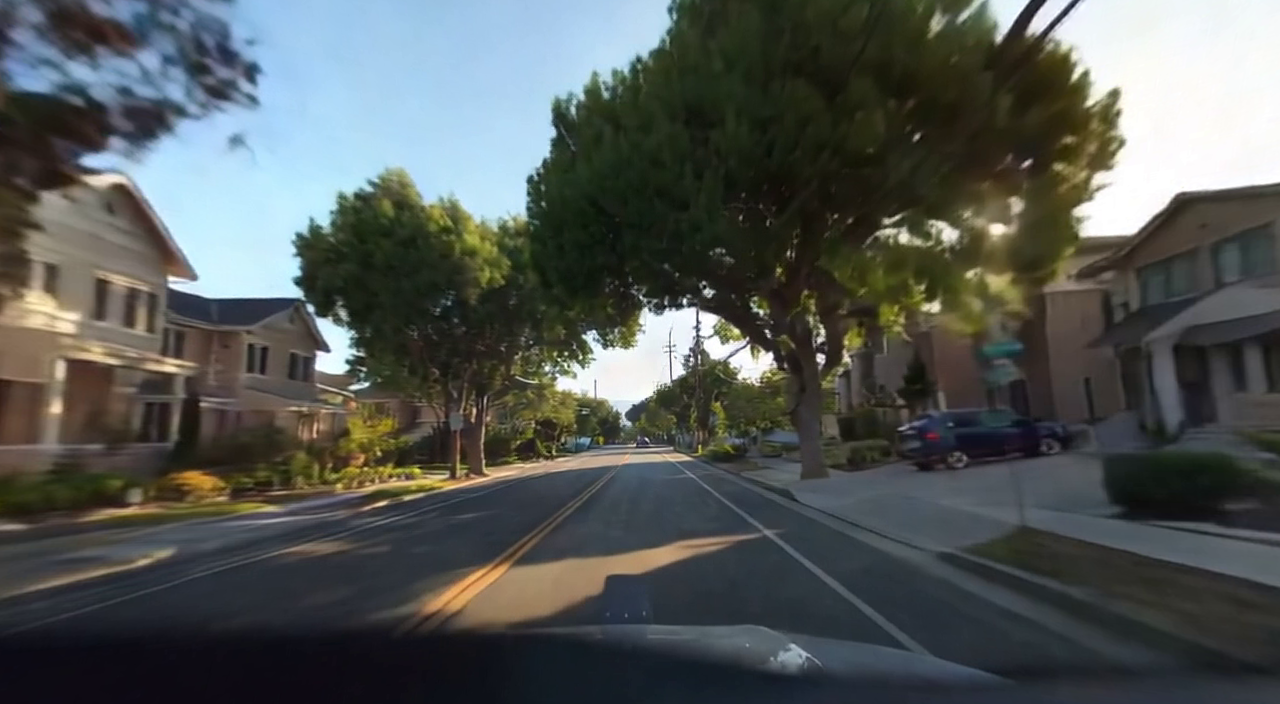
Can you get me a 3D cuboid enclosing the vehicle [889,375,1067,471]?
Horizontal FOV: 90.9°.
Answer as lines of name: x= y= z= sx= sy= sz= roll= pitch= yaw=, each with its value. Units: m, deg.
vehicle: x=7.722 y=1.771 z=15.038 sx=1.878 sy=1.743 sz=4.556 roll=-7 pitch=-9 yaw=4
